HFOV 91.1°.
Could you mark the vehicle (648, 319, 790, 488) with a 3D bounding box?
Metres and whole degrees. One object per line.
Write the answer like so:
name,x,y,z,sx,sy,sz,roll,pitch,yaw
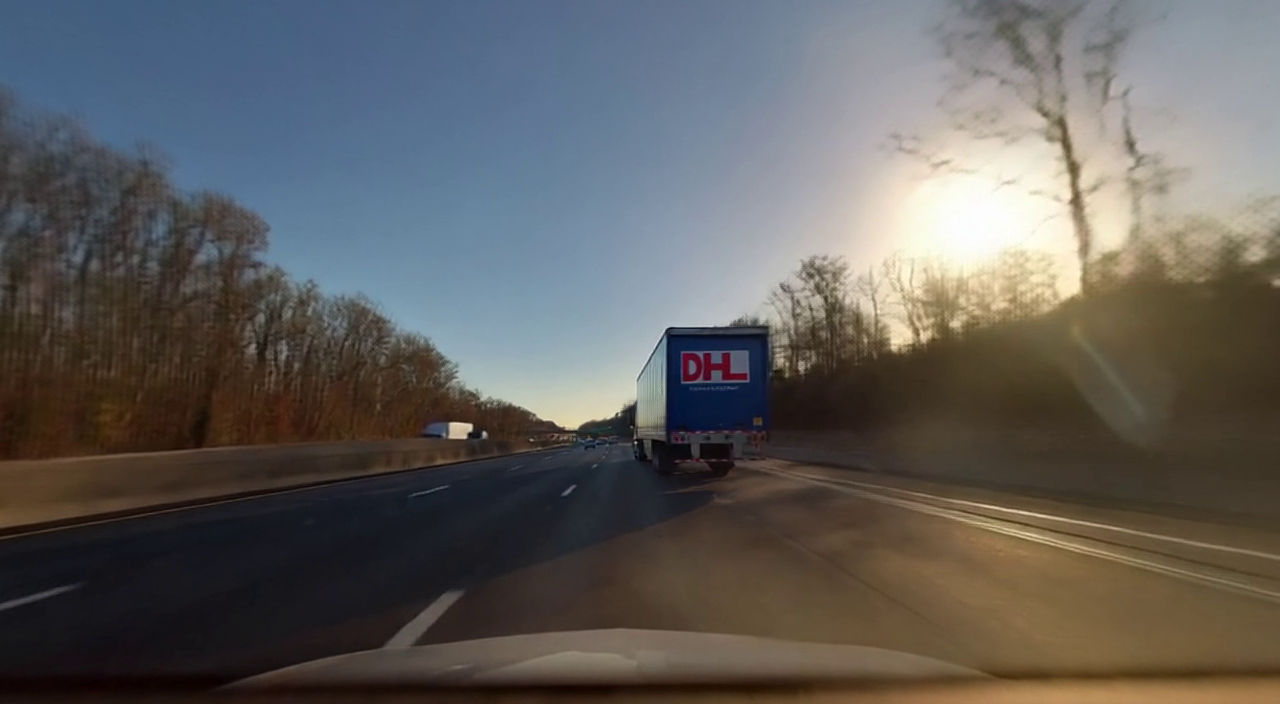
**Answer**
vehicle,2.013,1.852,20.203,3.011,4.211,8.926,0,-8,-2
